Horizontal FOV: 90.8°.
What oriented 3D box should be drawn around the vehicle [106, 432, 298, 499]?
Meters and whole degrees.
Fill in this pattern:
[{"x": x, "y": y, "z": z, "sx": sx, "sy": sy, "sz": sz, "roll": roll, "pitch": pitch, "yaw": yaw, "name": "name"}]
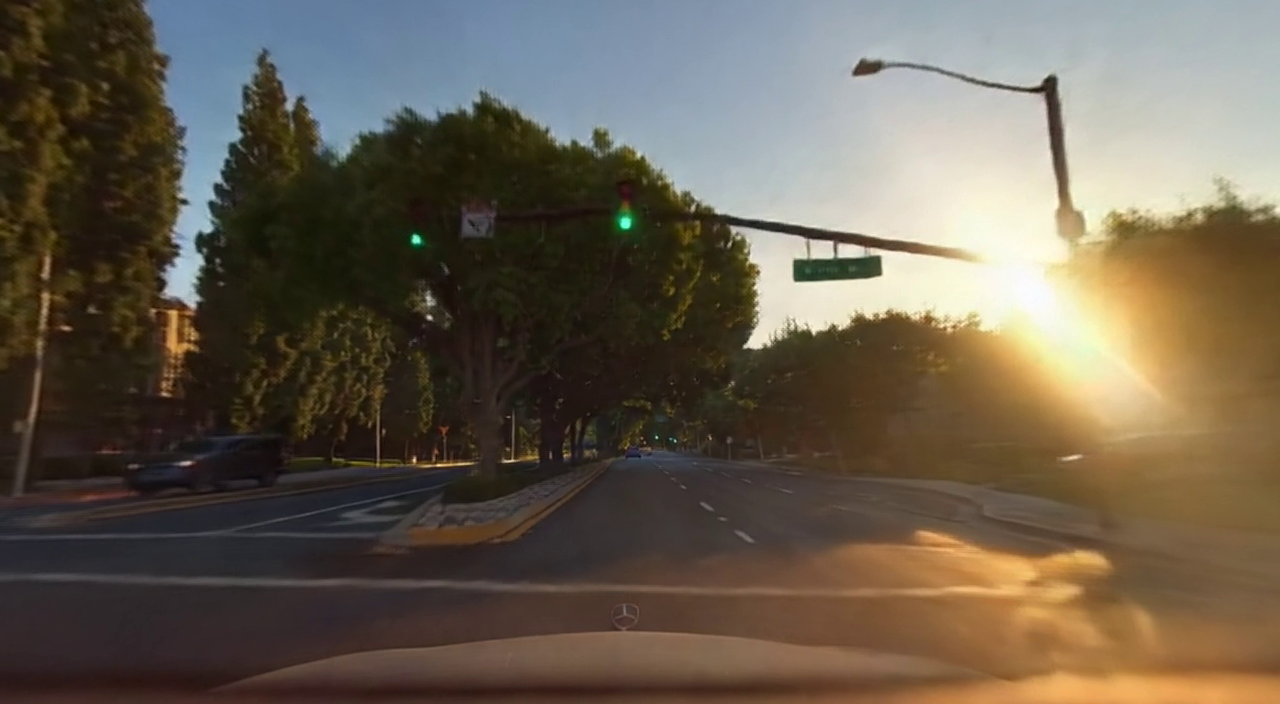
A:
[{"x": -15.243, "y": 3.979, "z": 22.635, "sx": 2.403, "sy": 2.039, "sz": 5.887, "roll": -1, "pitch": -9, "yaw": 3, "name": "vehicle"}]
